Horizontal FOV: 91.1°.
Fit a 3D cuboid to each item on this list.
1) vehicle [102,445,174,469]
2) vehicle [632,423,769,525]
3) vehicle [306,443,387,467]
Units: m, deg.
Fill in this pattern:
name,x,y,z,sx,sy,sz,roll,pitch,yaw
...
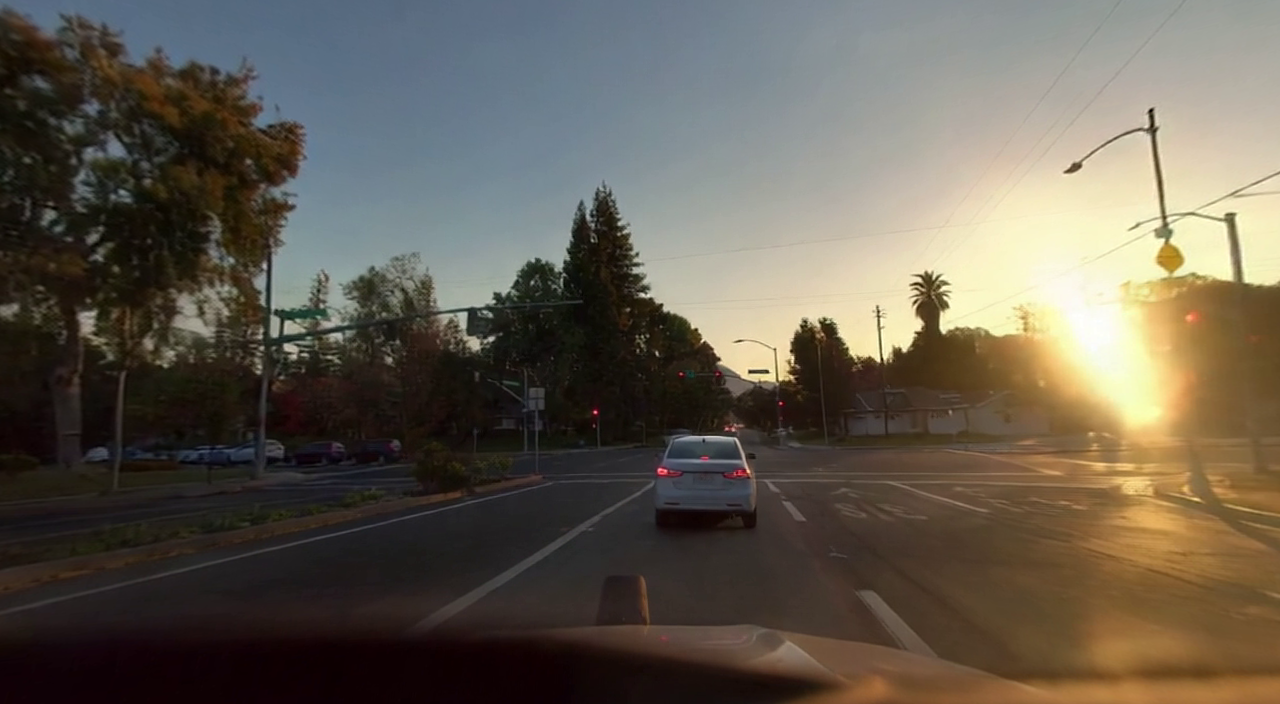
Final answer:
name,x,y,z,sx,sy,sz,roll,pitch,yaw
vehicle,-37.414,7.811,46.779,4.612,1.673,1.972,-3,-9,20
vehicle,1.251,2.261,12.291,2.139,1.564,4.901,-1,-8,8
vehicle,-18.933,6.614,40.531,4.735,1.472,1.932,-3,-9,21
